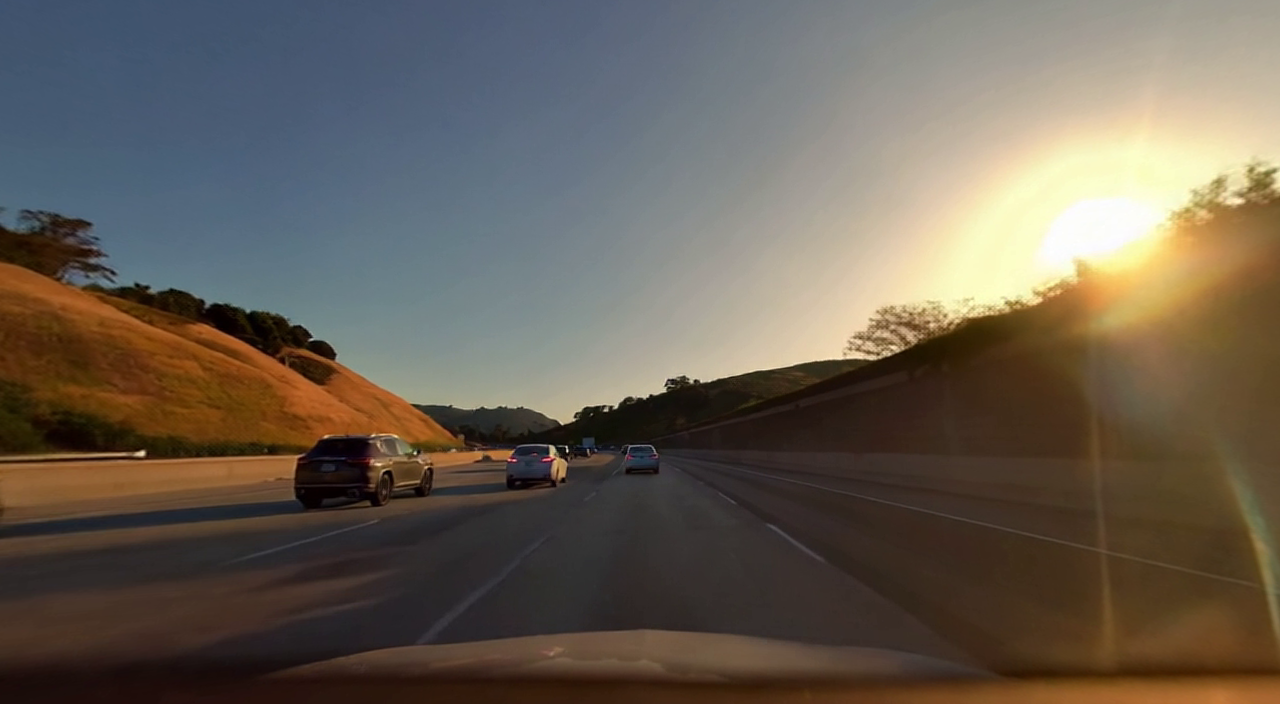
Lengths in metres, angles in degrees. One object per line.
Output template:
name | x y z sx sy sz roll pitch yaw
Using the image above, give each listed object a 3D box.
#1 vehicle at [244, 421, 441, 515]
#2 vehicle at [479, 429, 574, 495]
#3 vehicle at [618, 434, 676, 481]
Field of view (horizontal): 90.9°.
vehicle | -6.769 2.718 15.253 2.108 1.856 5.214 0 -9 1
vehicle | -3.436 3.443 20.055 2.093 1.820 4.506 0 -9 1
vehicle | 0.248 4.418 26.605 2.233 1.804 4.273 0 -9 0
